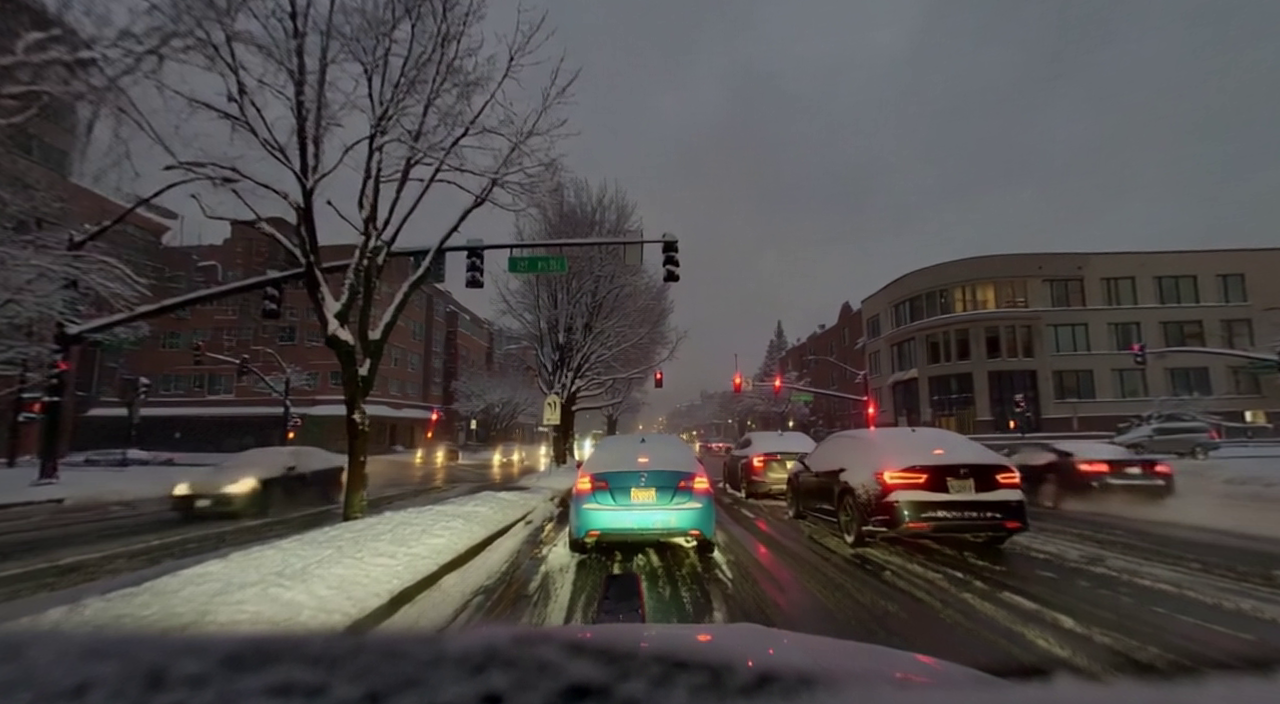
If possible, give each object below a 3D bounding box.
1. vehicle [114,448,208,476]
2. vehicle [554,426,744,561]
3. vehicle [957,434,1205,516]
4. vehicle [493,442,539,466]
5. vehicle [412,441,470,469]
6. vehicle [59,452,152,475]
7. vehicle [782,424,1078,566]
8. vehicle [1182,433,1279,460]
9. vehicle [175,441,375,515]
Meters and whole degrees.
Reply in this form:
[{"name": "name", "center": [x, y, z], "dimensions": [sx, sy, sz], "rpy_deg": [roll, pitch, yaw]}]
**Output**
[{"name": "vehicle", "center": [-26.705, 6.138, 35.311], "dimensions": [3.657, 1.528, 1.783], "rpy_deg": [1, -9, -4]}, {"name": "vehicle", "center": [0.074, 1.870, 9.026], "dimensions": [2.087, 1.468, 4.014], "rpy_deg": [0, -9, -1]}, {"name": "vehicle", "center": [9.214, 2.585, 13.816], "dimensions": [2.086, 1.483, 4.408], "rpy_deg": [0, -9, -3]}, {"name": "vehicle", "center": [-8.277, 6.825, 42.448], "dimensions": [2.090, 1.475, 4.616], "rpy_deg": [0, -9, 1]}, {"name": "vehicle", "center": [-12.594, 6.555, 40.324], "dimensions": [2.166, 1.659, 4.654], "rpy_deg": [0, -9, 1]}, {"name": "vehicle", "center": [-36.390, 7.592, 43.138], "dimensions": [4.423, 1.470, 1.877], "rpy_deg": [1, -9, -7]}, {"name": "vehicle", "center": [3.595, 1.869, 9.028], "dimensions": [2.018, 1.491, 4.544], "rpy_deg": [0, -9, -1]}, {"name": "vehicle", "center": [35.175, 5.596, 37.472], "dimensions": [4.190, 1.535, 1.998], "rpy_deg": [0, -9, -1]}, {"name": "vehicle", "center": [-8.470, 2.942, 15.307], "dimensions": [2.004, 1.476, 4.671], "rpy_deg": [0, -9, 1]}]
